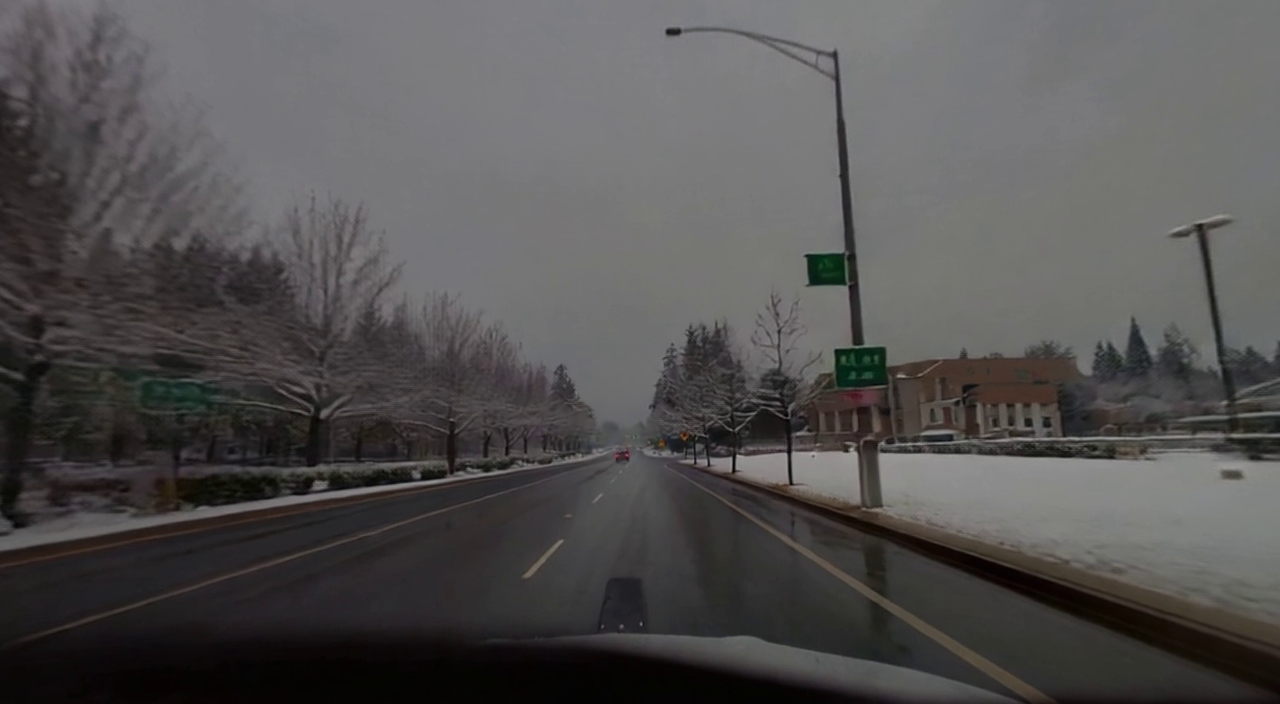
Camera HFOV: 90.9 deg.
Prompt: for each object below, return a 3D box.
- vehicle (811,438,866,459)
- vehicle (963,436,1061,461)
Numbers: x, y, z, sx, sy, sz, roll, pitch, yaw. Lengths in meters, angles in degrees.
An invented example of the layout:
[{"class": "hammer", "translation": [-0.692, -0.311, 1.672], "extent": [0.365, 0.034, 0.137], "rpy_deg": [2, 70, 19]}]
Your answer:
[{"class": "vehicle", "translation": [14.823, 7.234, 47.278], "extent": [3.641, 1.408, 1.584], "rpy_deg": [-3, -9, 7]}, {"class": "vehicle", "translation": [27.706, 7.195, 47.184], "extent": [2.196, 1.745, 5.838], "rpy_deg": [5, -10, -33]}]
